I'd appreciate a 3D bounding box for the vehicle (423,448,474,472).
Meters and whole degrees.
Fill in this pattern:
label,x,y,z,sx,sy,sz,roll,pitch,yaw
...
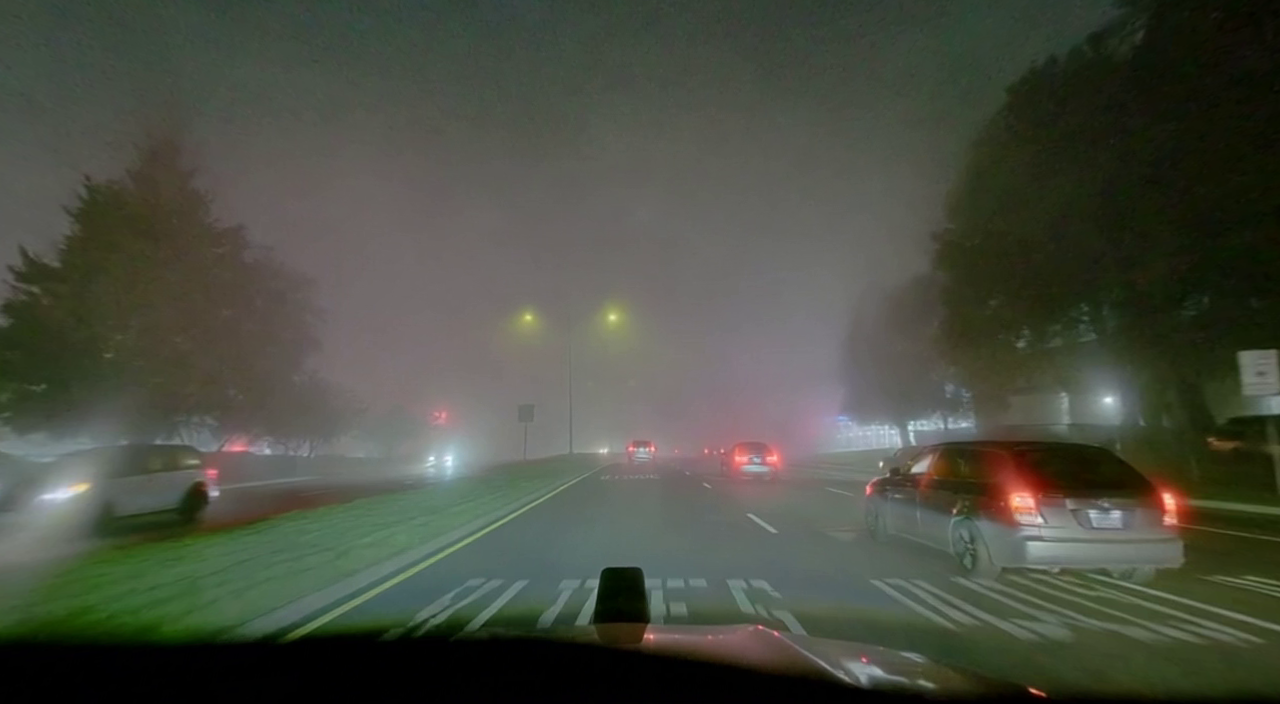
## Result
label,x,y,z,sx,sy,sz,roll,pitch,yaw
vehicle,-12.994,7.327,42.886,1.937,1.501,4.520,0,-8,1

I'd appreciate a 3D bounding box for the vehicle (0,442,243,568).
label,x,y,z,sx,sy,sz,roll,pitch,yaw
vehicle,-8.624,2.156,9.688,1.996,1.496,4.508,0,-8,1

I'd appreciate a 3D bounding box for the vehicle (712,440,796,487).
label,x,y,z,sx,sy,sz,roll,pitch,yaw
vehicle,3.968,3.962,22.752,2.119,1.509,4.756,0,-9,0

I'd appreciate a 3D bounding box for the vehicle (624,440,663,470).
label,x,y,z,sx,sy,sz,roll,pitch,yaw
vehicle,0.244,6.092,37.330,2.172,1.694,4.055,0,-8,2

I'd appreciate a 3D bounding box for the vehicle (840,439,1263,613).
label,x,y,z,sx,sy,sz,roll,pitch,yaw
vehicle,4.116,1.768,7.492,1.944,1.404,4.597,0,-9,0
